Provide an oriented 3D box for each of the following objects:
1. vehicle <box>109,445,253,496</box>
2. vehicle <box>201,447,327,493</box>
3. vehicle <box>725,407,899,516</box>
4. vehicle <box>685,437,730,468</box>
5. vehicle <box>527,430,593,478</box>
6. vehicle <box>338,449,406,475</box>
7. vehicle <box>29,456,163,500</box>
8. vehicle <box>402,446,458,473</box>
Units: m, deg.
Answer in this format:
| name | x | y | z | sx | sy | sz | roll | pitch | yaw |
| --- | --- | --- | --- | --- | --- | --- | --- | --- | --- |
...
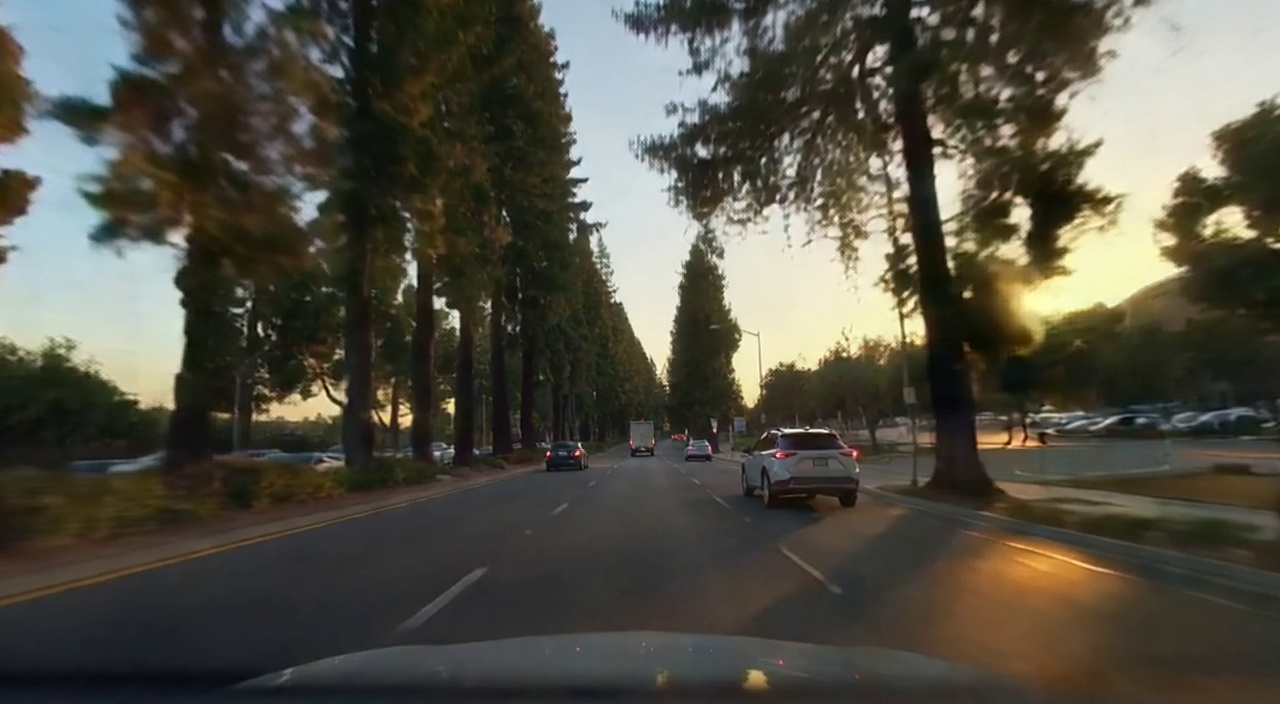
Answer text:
| name | x | y | z | sx | sy | sz | roll | pitch | yaw |
| --- | --- | --- | --- | --- | --- | --- | --- | --- | --- |
| vehicle | -17.664 | 4.523 | 24.615 | 2.059 | 1.780 | 4.641 | 0 | -8 | 1 |
| vehicle | -13.735 | 4.289 | 23.387 | 1.887 | 1.513 | 4.442 | 0 | -8 | 0 |
| vehicle | 3.616 | 2.486 | 14.783 | 2.381 | 2.008 | 5.971 | 0 | -8 | 0 |
| vehicle | 4.102 | 6.216 | 39.193 | 2.280 | 1.757 | 4.572 | 0 | -8 | 0 |
| vehicle | -3.483 | 4.572 | 28.411 | 2.255 | 1.940 | 4.822 | 0 | -8 | 1 |
| vehicle | -17.136 | 7.019 | 40.595 | 2.105 | 1.507 | 4.927 | 0 | -8 | 1 |
| vehicle | -24.125 | 5.560 | 28.246 | 2.173 | 1.674 | 4.690 | 1 | -8 | -7 |
| vehicle | -13.482 | 6.898 | 40.840 | 1.989 | 1.584 | 5.018 | 0 | -8 | -1 |
